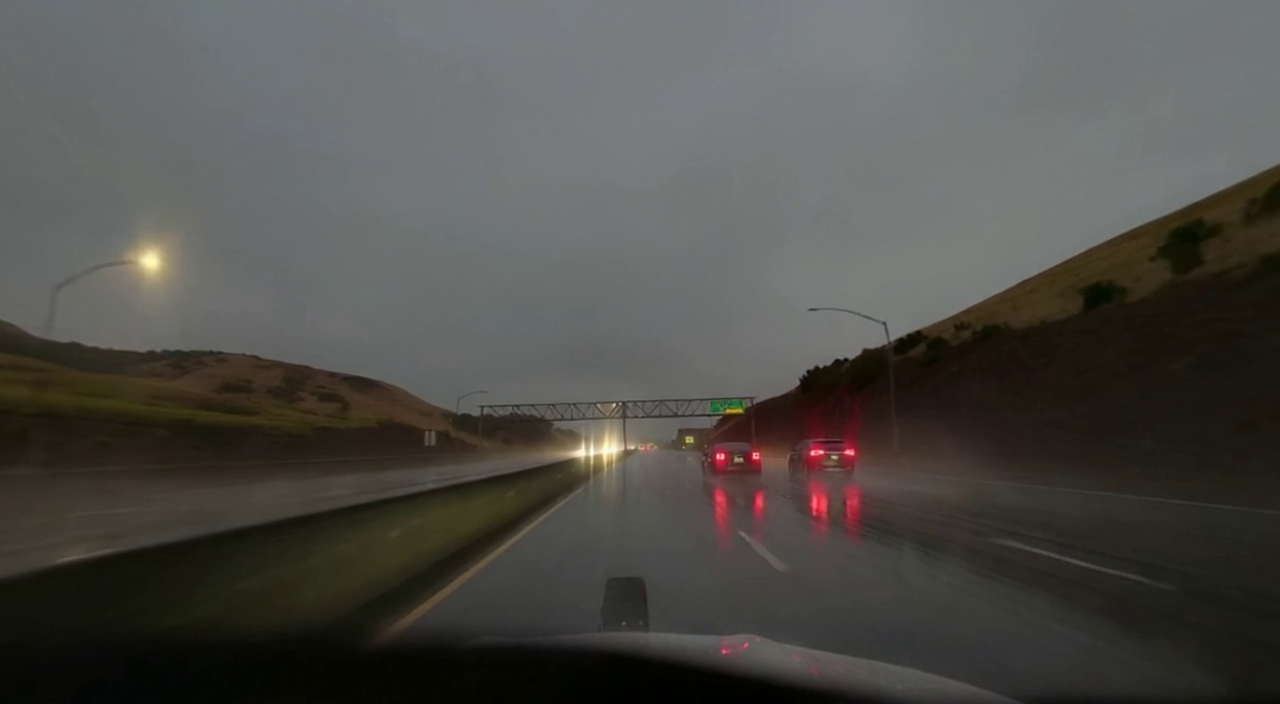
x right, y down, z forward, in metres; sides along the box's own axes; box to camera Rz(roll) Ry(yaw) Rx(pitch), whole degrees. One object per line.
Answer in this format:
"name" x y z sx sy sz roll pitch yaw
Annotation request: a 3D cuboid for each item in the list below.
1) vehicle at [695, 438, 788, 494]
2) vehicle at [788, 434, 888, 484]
"vehicle" 2.870 3.336 18.828 2.044 1.444 4.216 0 -8 -1
"vehicle" 6.807 3.725 22.283 1.988 1.530 4.777 0 -8 0
